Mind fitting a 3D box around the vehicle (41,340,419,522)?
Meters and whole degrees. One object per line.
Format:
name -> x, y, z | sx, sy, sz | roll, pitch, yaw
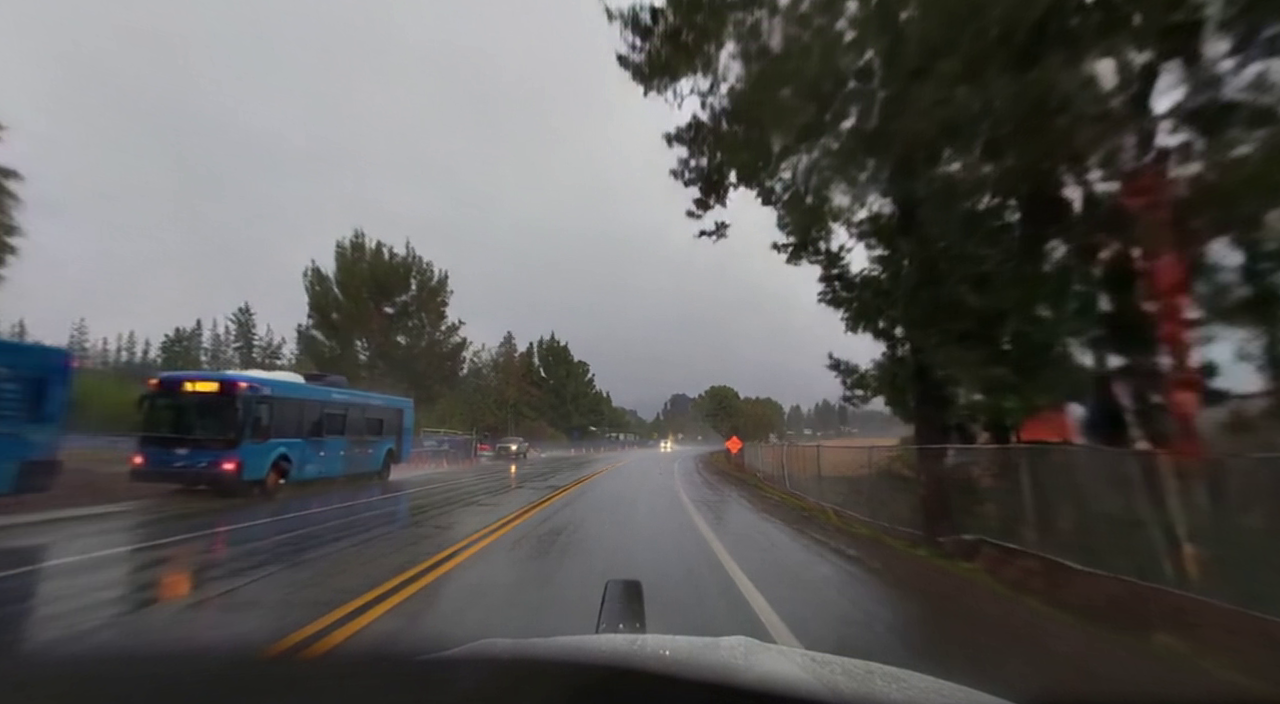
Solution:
vehicle -> -10.531, 2.369, 19.090 | 3.092, 3.562, 12.230 | -3, -7, 1
